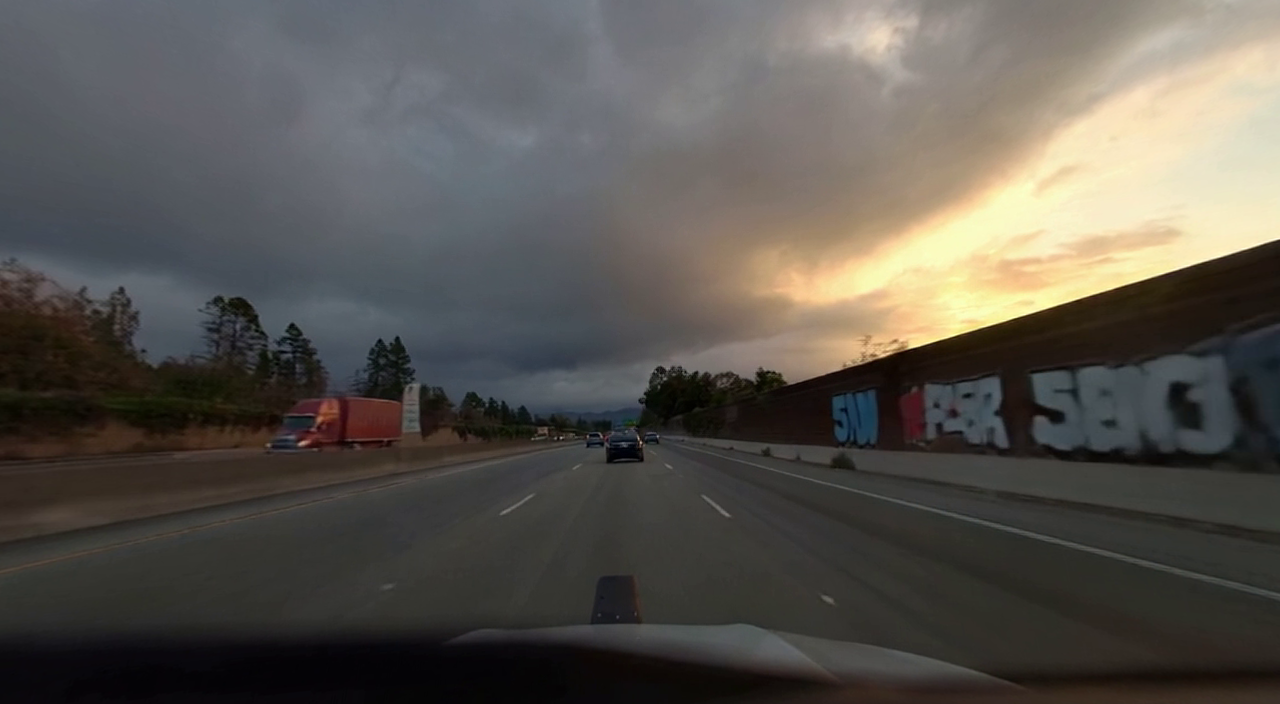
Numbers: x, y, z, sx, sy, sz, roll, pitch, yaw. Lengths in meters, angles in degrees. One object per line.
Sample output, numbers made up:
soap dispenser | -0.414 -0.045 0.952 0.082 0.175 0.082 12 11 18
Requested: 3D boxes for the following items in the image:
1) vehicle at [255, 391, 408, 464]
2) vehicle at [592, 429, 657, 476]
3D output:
vehicle | -22.052 5.764 47.229 3.141 4.374 17.378 1 -8 -2
vehicle | -0.535 3.424 21.808 2.044 1.477 3.693 0 -8 -1
